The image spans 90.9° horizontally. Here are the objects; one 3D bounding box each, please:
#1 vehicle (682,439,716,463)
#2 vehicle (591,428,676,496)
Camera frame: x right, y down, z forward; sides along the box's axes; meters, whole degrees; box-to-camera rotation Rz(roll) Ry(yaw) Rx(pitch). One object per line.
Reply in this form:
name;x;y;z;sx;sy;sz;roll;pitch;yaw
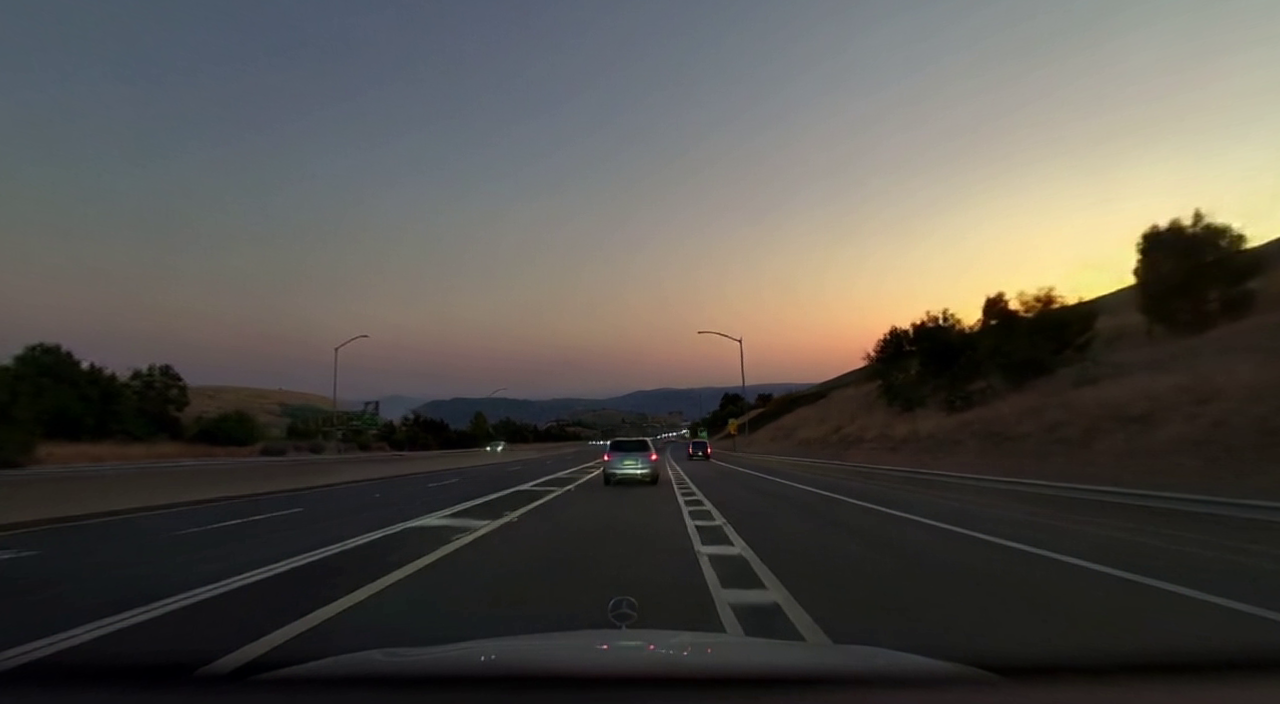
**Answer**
vehicle;4.186;7.149;45.437;2.073;1.621;3.993;0;-8;0
vehicle;-0.096;3.101;18.119;2.143;1.693;4.513;-1;-8;2
